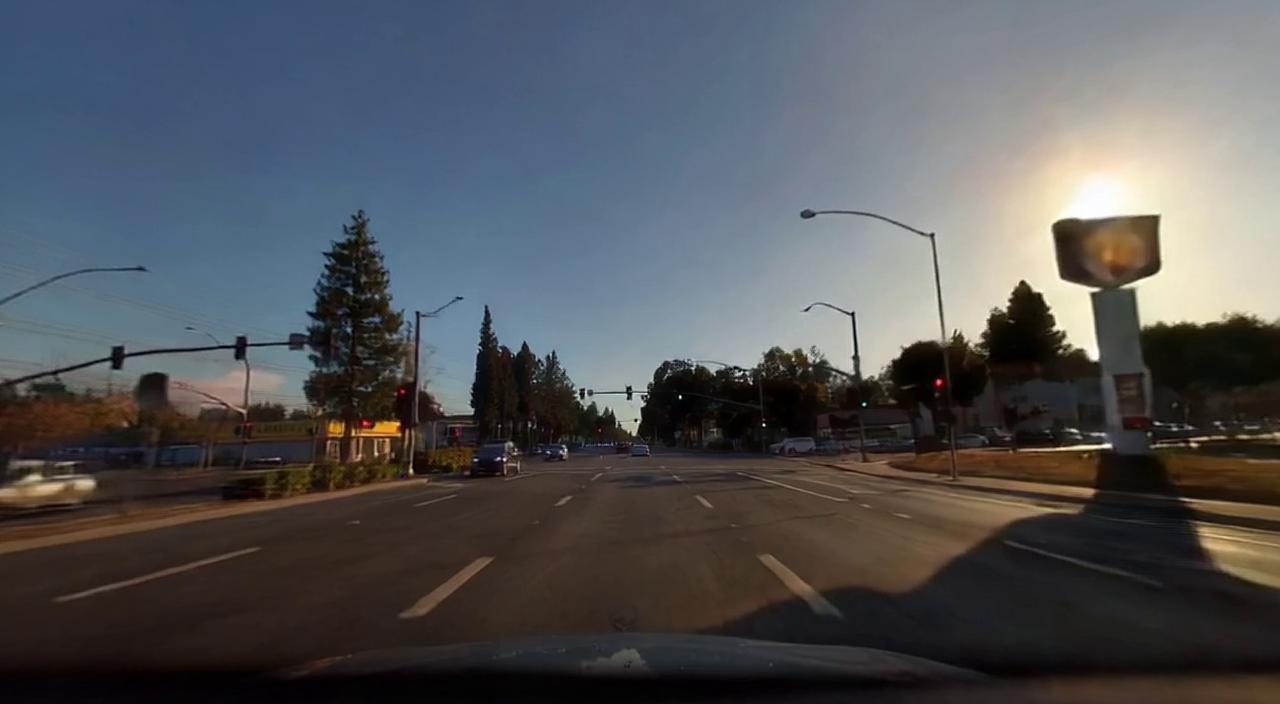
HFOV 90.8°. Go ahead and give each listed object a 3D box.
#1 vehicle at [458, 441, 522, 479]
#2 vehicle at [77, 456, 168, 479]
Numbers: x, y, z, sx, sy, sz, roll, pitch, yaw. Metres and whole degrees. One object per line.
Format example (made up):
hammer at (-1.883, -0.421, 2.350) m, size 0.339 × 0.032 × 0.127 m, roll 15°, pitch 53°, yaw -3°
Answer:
vehicle at (-6.667, 4.837, 28.574) m, size 1.898 × 1.539 × 4.314 m, roll 0°, pitch -8°, yaw -1°
vehicle at (-39.534, 8.819, 48.394) m, size 4.941 × 1.654 × 1.967 m, roll 2°, pitch -9°, yaw -13°
